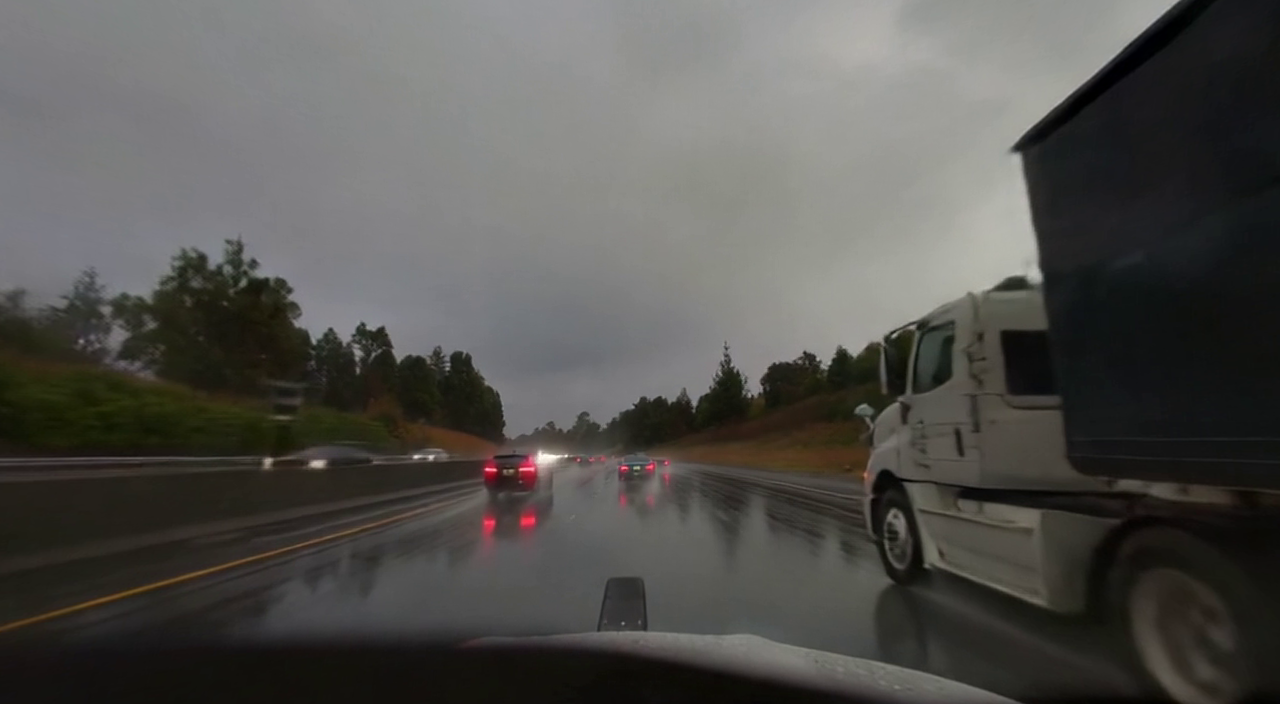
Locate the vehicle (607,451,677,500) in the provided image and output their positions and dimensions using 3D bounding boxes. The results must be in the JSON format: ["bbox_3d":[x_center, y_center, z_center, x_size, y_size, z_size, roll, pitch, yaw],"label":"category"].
[{"bbox_3d":[0.036,3.875,20.201,2.023,1.400,4.028,0,-9,-1],"label":"vehicle"}]

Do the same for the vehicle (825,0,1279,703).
[{"bbox_3d":[4.313,0.344,5.968,3.017,3.953,6.582,0,-9,0],"label":"vehicle"}]

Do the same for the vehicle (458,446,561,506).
[{"bbox_3d":[-3.752,3.656,19.071,2.153,1.581,4.375,0,-9,0],"label":"vehicle"}]

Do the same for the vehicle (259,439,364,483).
[{"bbox_3d":[-12.141,4.053,23.634,1.827,1.498,3.936,0,-9,0],"label":"vehicle"}]
